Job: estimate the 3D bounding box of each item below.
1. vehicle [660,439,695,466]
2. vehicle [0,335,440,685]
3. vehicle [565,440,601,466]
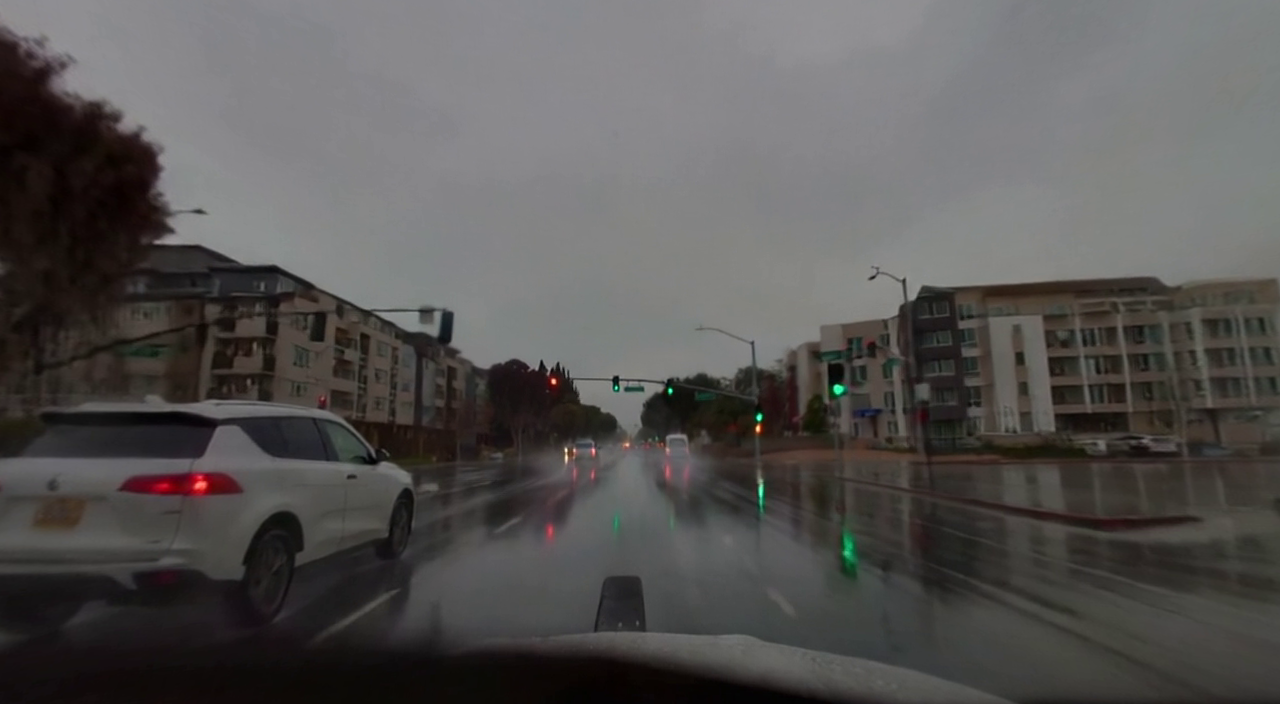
[{"bbox_3d":[2.485,6.837,43.165,2.018,1.719,4.369,0,-8,-2],"label":"vehicle"},{"bbox_3d":[-3.937,1.262,6.238,2.225,1.984,5.168,0,-8,0],"label":"vehicle"},{"bbox_3d":[-3.907,7.020,43.867,2.083,1.685,4.069,0,-8,0],"label":"vehicle"}]
